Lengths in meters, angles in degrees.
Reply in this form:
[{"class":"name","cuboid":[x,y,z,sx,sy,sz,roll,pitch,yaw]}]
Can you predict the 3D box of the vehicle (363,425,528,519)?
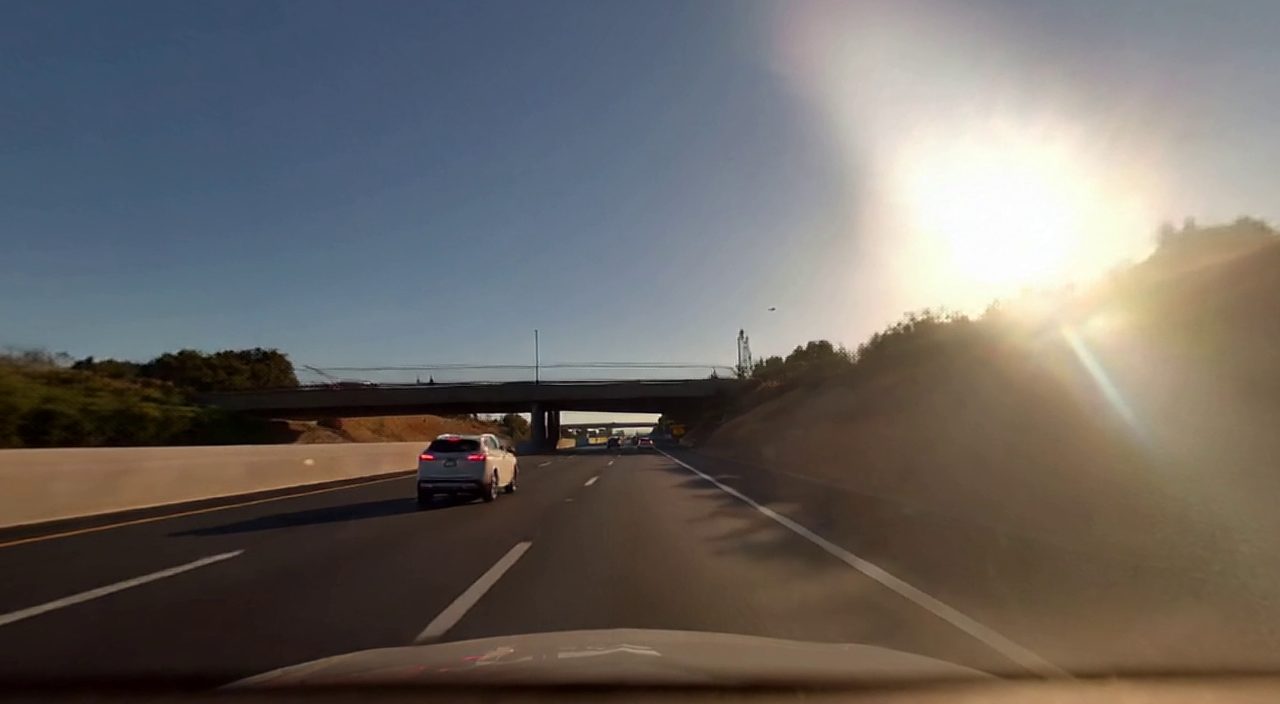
[{"class":"vehicle","cuboid":[-3.724,2.352,12.993,2.039,1.589,4.324,0,-8,0]}]
